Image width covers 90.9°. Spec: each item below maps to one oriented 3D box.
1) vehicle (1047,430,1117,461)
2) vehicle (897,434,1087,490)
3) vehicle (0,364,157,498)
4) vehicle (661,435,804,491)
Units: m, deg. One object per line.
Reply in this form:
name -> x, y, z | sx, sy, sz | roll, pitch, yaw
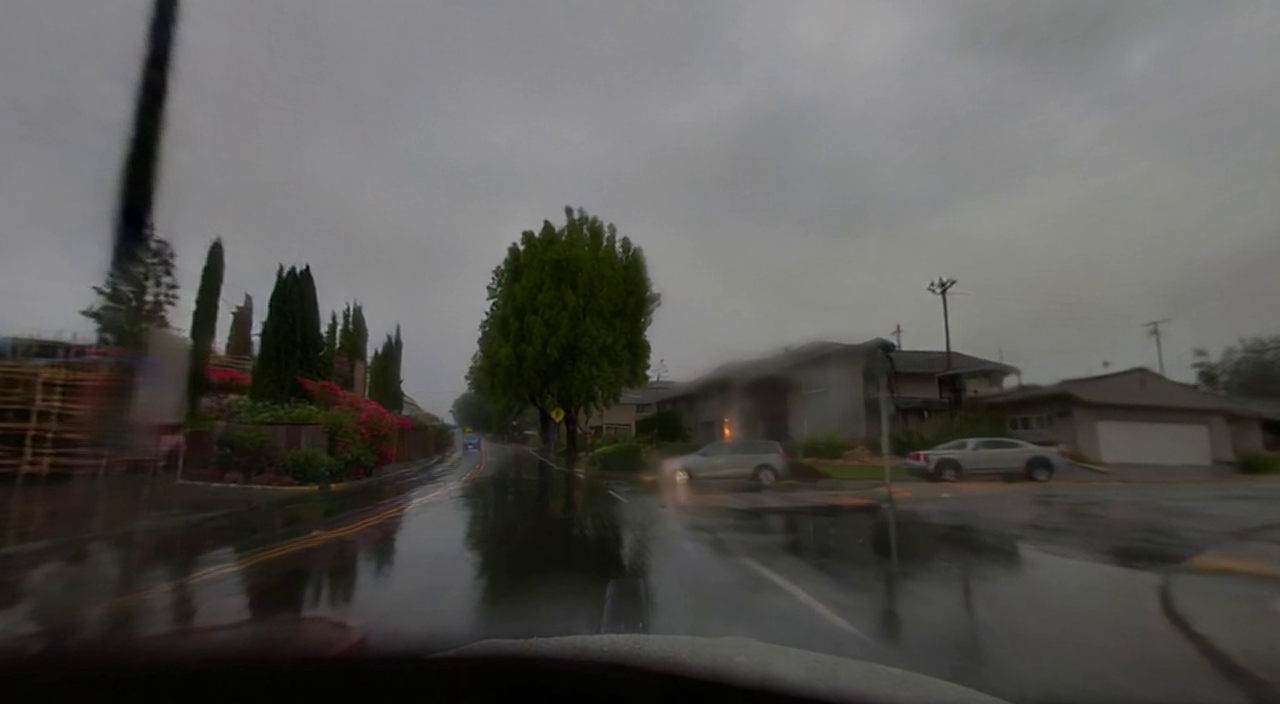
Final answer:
vehicle -> 22.607, 4.814, 32.390 | 1.825, 1.482, 4.073 | -3, -10, 20
vehicle -> 10.312, 3.278, 18.803 | 4.378, 1.543, 2.080 | -1, -9, 4
vehicle -> -18.422, 2.396, 19.722 | 2.438, 3.594, 5.582 | 2, -7, -7
vehicle -> 2.643, 3.256, 18.635 | 3.772, 1.531, 1.949 | 1, -9, -6
